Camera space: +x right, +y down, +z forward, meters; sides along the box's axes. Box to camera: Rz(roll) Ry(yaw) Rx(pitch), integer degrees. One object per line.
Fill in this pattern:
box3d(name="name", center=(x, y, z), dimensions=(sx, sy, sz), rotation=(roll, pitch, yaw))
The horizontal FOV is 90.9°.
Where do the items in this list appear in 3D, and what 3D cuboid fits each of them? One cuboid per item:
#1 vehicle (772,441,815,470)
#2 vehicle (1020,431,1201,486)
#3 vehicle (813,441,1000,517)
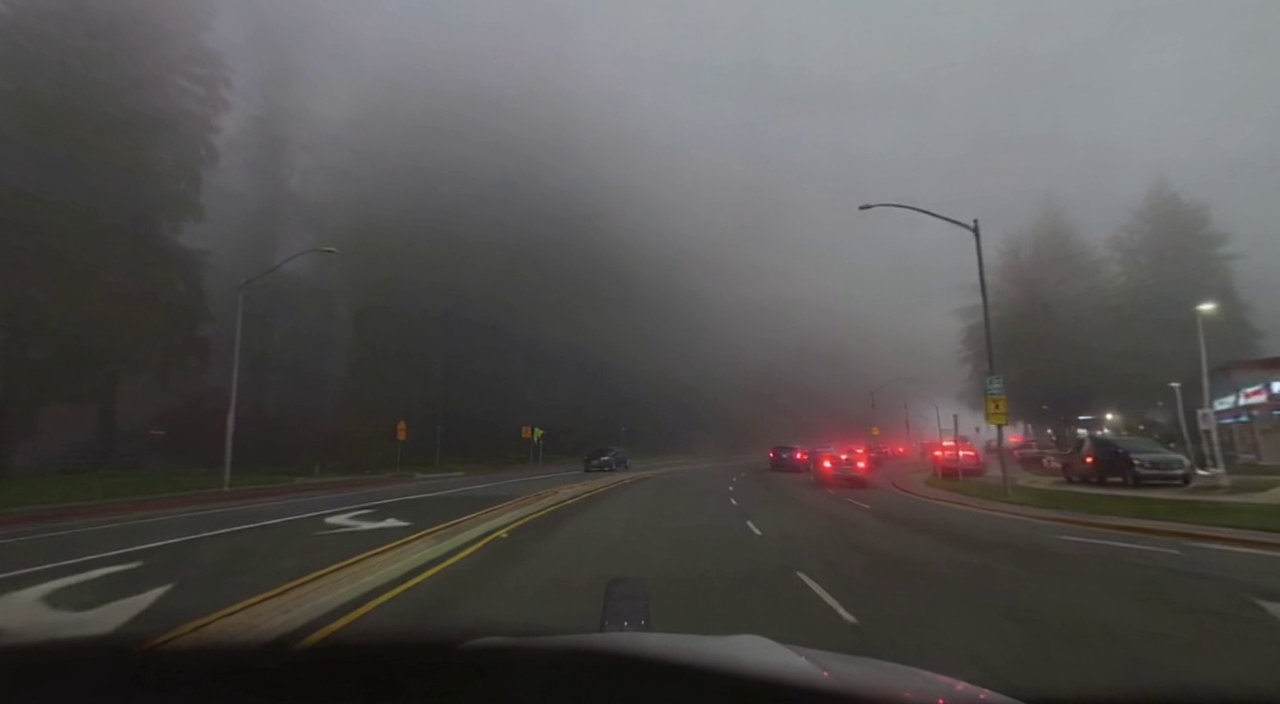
box3d(name="vehicle", center=(9.807, 6.506, 39.971), dimensions=(2.311, 1.715, 4.287), rotation=(-3, -9, 17))
box3d(name="vehicle", center=(16.764, 3.809, 22.810), dimensions=(4.557, 1.825, 2.350), rotation=(-2, -9, 13))
box3d(name="vehicle", center=(5.908, 2.847, 14.718), dimensions=(1.938, 1.466, 4.434), rotation=(1, -9, -9))
